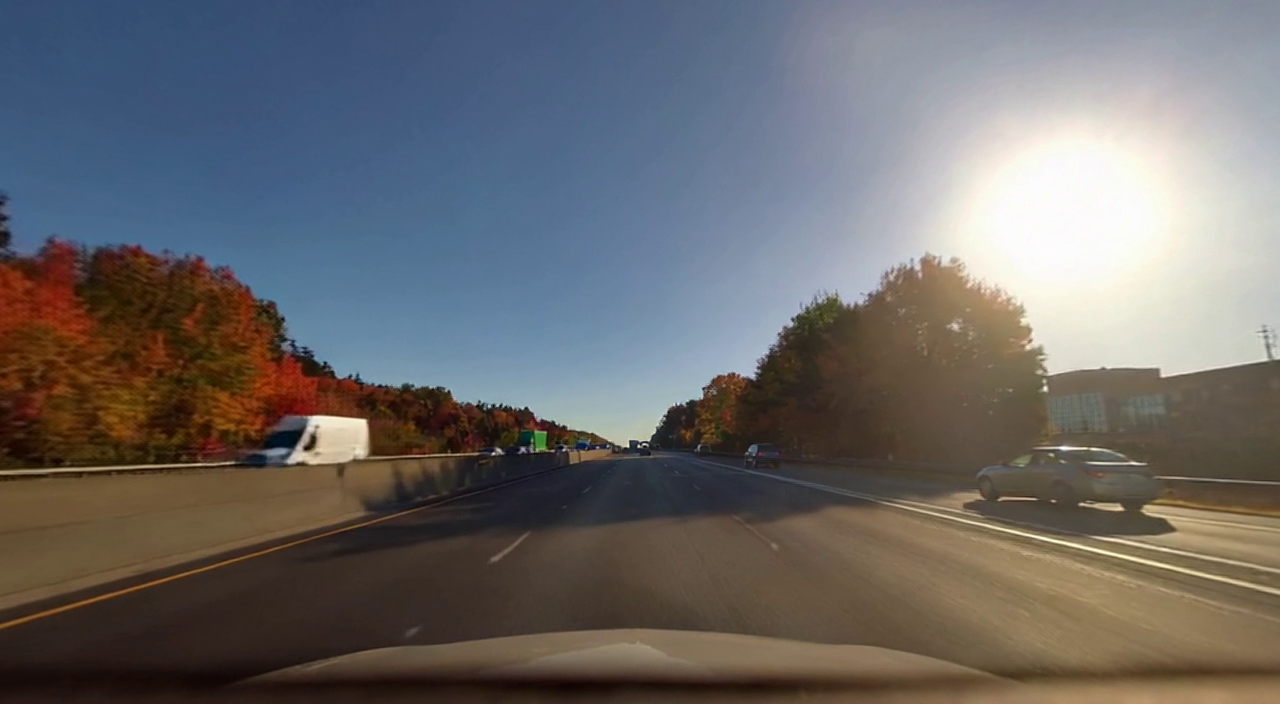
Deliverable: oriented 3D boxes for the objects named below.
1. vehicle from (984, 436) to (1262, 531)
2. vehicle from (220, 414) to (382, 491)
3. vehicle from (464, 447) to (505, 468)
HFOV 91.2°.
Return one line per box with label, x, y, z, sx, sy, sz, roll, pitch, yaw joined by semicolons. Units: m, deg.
vehicle;8.915;2.425;12.156;1.874;1.494;4.082;1;-9;-5
vehicle;-12.079;3.676;23.127;2.376;2.426;6.323;0;-9;0
vehicle;-11.977;8.135;48.506;1.918;1.504;4.582;0;-9;1
